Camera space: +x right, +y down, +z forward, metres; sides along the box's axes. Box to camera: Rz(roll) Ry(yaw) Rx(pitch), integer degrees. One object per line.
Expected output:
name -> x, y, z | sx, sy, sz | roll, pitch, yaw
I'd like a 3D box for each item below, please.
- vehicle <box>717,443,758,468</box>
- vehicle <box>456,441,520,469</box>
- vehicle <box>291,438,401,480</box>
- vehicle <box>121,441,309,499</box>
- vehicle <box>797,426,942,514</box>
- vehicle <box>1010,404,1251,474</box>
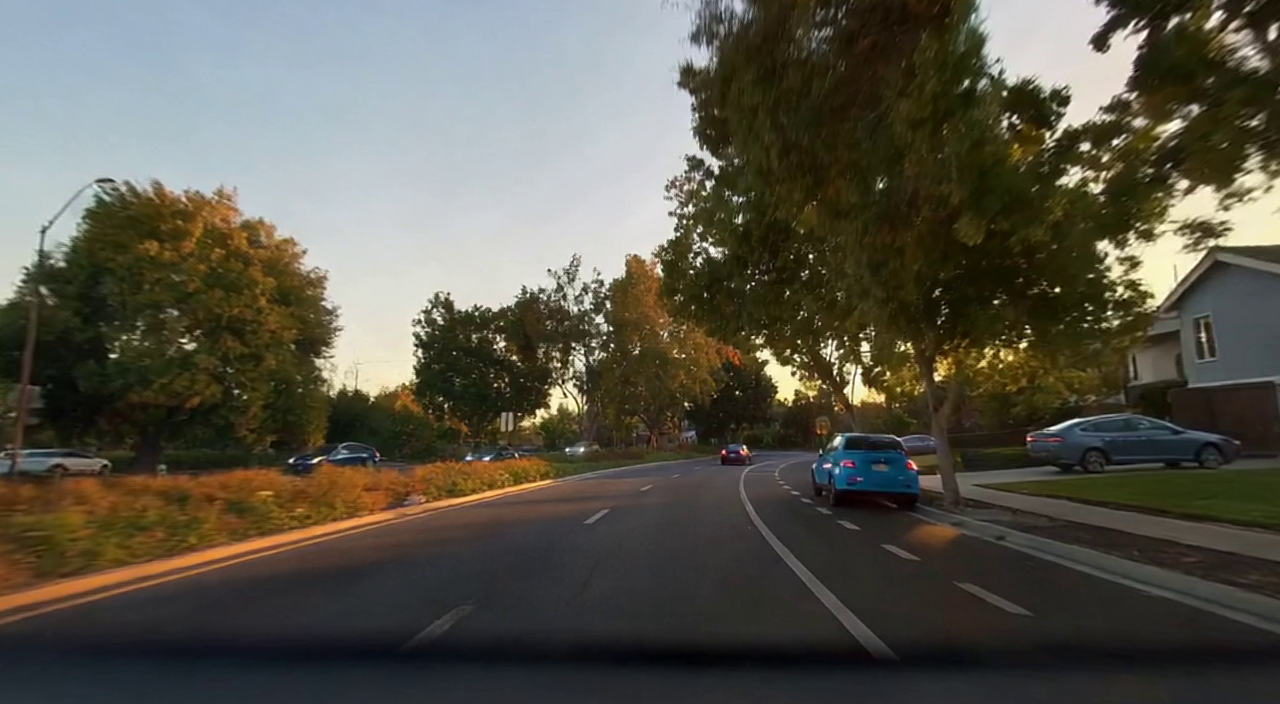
vehicle -> 6.098, 6.433, 39.217 | 2.050, 1.456, 4.003 | -2, -9, 15
vehicle -> -8.854, 6.045, 37.092 | 1.907, 1.539, 4.430 | -2, -9, 11
vehicle -> -14.057, 5.148, 30.568 | 2.281, 1.822, 5.025 | -2, -9, 10
vehicle -> -12.035, 3.343, 18.323 | 1.774, 1.447, 4.575 | -2, -9, 9
vehicle -> 5.072, 2.648, 14.628 | 2.169, 1.713, 4.137 | -1, -9, 6
vehicle -> 12.904, 2.345, 16.873 | 4.612, 1.721, 2.052 | 0, -8, 2
